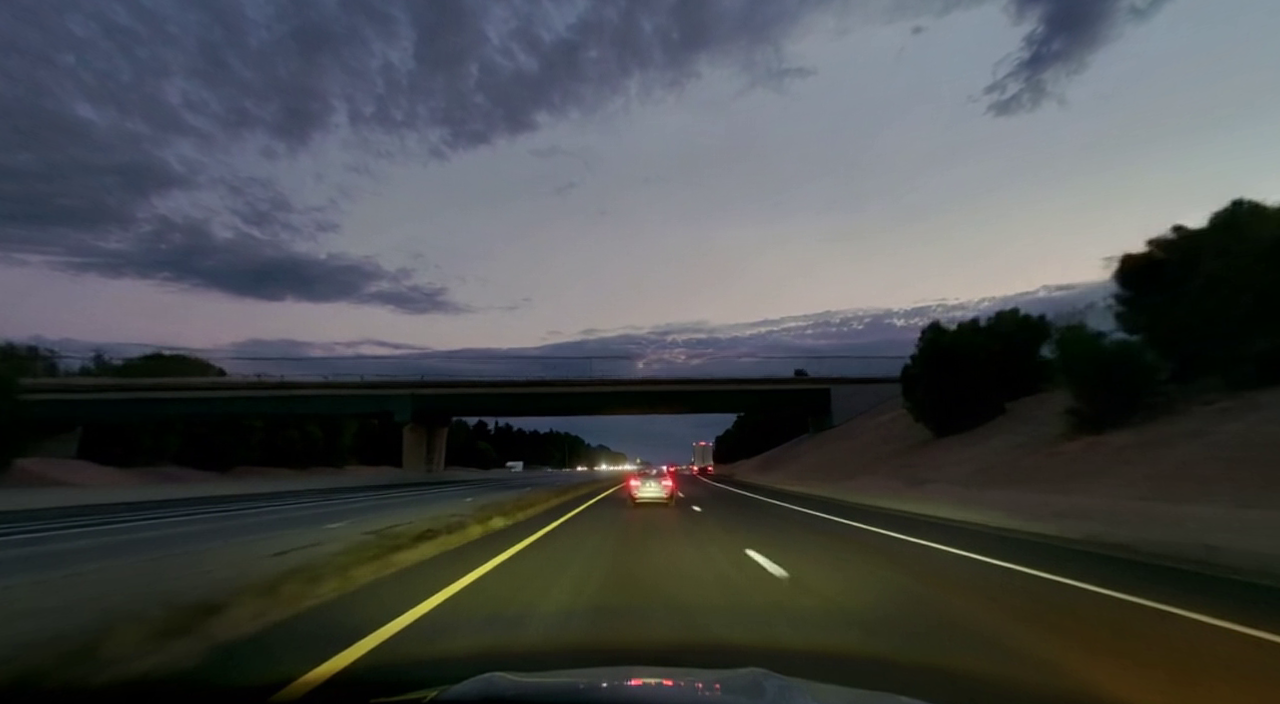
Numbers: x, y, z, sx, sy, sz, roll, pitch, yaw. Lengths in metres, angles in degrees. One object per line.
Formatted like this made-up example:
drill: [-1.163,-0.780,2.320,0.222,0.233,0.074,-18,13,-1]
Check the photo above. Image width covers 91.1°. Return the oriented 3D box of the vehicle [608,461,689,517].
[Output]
vehicle: [0.224,4.022,18.695,2.156,1.444,3.762,1,-11,0]
